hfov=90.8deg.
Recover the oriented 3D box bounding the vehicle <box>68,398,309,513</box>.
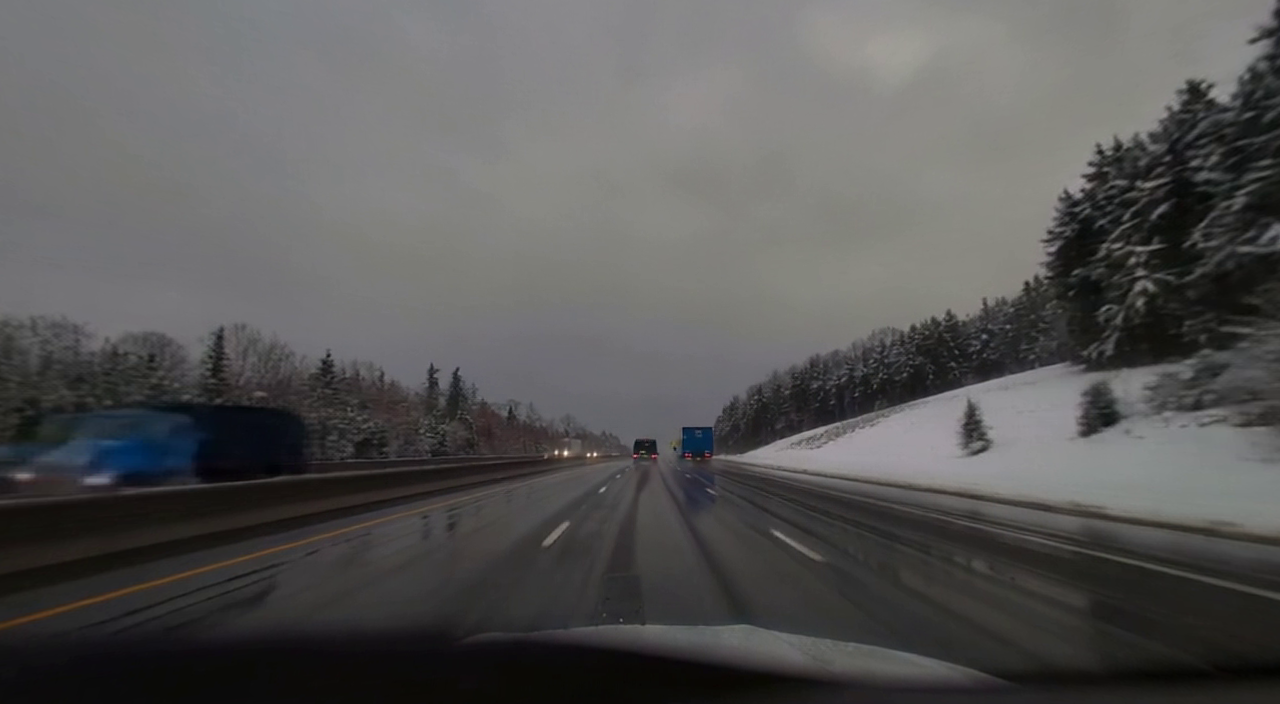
[{"bbox_3d":[-14.653,3.462,21.464,2.649,3.227,7.156,0,-9,1],"label":"vehicle"}]
